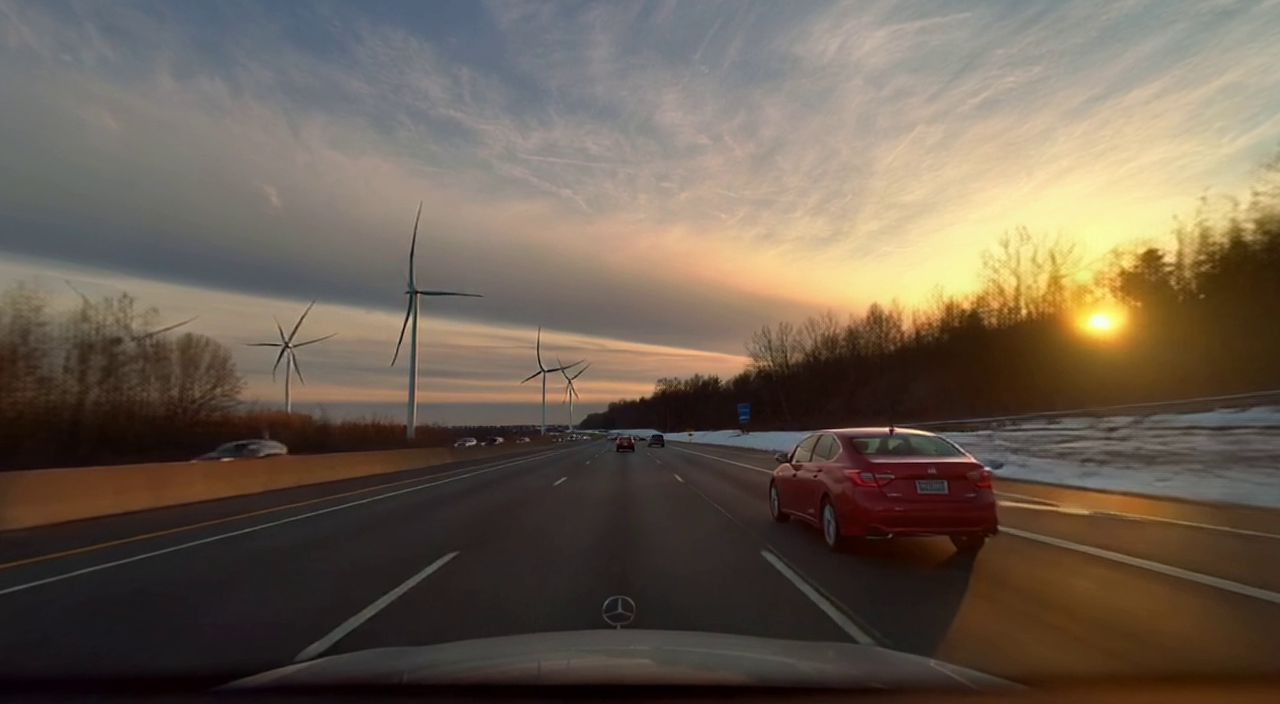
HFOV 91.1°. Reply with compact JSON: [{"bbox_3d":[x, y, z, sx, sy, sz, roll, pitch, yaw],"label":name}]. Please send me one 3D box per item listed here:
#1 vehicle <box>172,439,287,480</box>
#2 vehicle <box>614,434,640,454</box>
[{"bbox_3d":[-16.897,4.394,26.191,1.889,1.538,4.327,0,-8,-1],"label":"vehicle"},{"bbox_3d":[-1.010,7.042,48.209,1.892,1.496,3.575,0,-8,-2],"label":"vehicle"}]
